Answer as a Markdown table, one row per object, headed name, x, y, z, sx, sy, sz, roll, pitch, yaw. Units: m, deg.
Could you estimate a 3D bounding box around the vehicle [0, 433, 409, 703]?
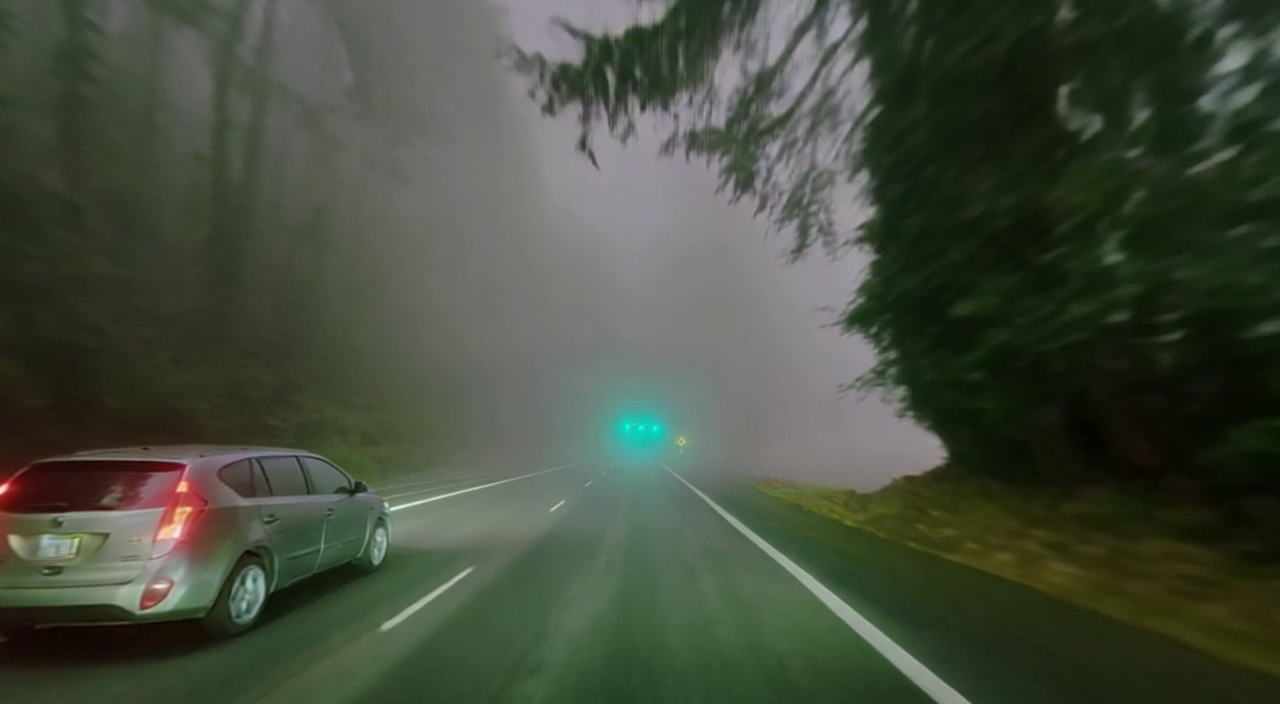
| name | x | y | z | sx | sy | sz | roll | pitch | yaw |
| --- | --- | --- | --- | --- | --- | --- | --- | --- | --- |
| vehicle | -3.823 | 1.482 | 5.555 | 1.946 | 1.437 | 4.154 | 0 | -8 | 1 |
